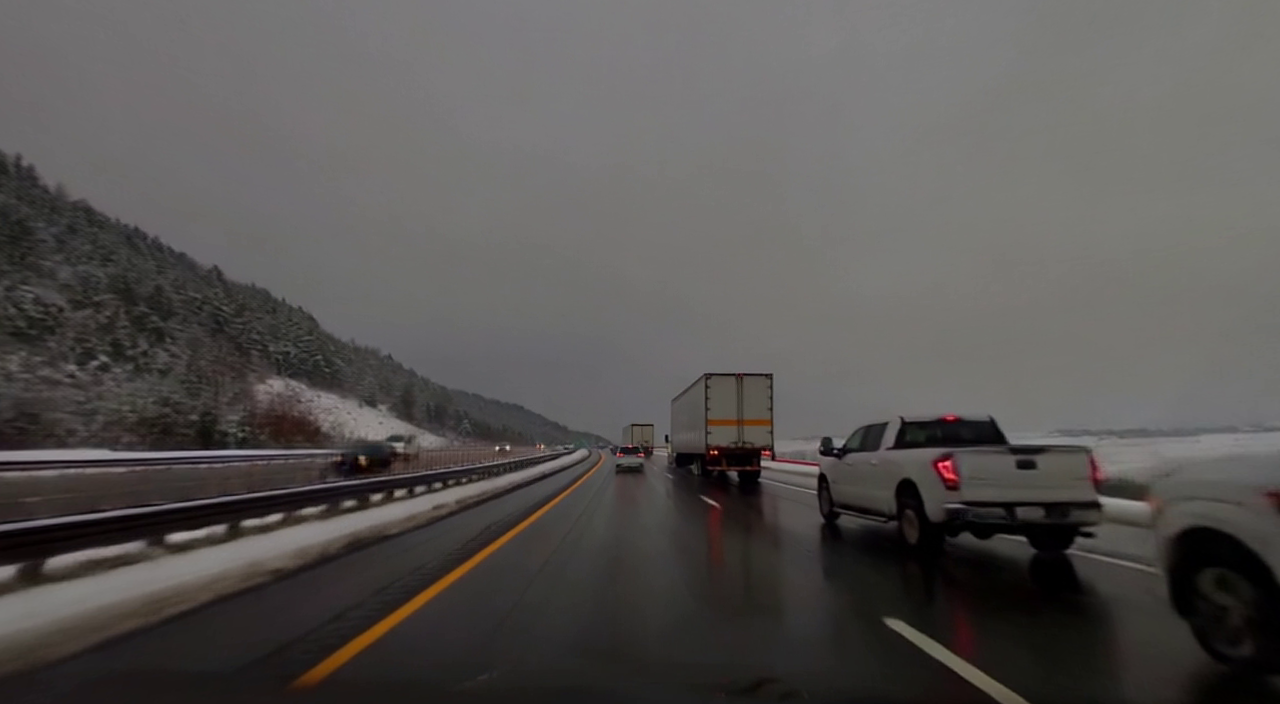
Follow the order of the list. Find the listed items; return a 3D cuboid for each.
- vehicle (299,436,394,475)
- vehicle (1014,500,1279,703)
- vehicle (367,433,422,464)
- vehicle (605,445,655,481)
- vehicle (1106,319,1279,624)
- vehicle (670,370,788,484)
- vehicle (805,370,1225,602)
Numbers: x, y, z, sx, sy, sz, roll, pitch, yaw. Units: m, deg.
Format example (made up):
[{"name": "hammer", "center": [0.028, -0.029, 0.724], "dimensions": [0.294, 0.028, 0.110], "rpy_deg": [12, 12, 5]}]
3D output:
[{"name": "vehicle", "center": [-11.899, 4.236, 25.892], "dimensions": [2.149, 1.455, 3.690], "rpy_deg": [0, -9, -1]}, {"name": "vehicle", "center": [4.038, 1.223, 2.252], "dimensions": [2.129, 0.956, 5.390], "rpy_deg": [0, -9, 0]}, {"name": "vehicle", "center": [-16.094, 6.388, 41.568], "dimensions": [1.961, 1.903, 4.375], "rpy_deg": [0, -9, -2]}, {"name": "vehicle", "center": [-0.478, 4.733, 27.179], "dimensions": [2.029, 1.437, 3.794], "rpy_deg": [0, -9, -2]}, {"name": "vehicle", "center": [4.064, 0.409, 1.982], "dimensions": [1.873, 1.465, 4.264], "rpy_deg": [0, -9, -1]}, {"name": "vehicle", "center": [3.546, 3.816, 30.107], "dimensions": [2.911, 4.099, 14.578], "rpy_deg": [0, -9, -2]}, {"name": "vehicle", "center": [3.900, 1.545, 8.078], "dimensions": [2.034, 1.968, 5.221], "rpy_deg": [0, -9, -1]}]
